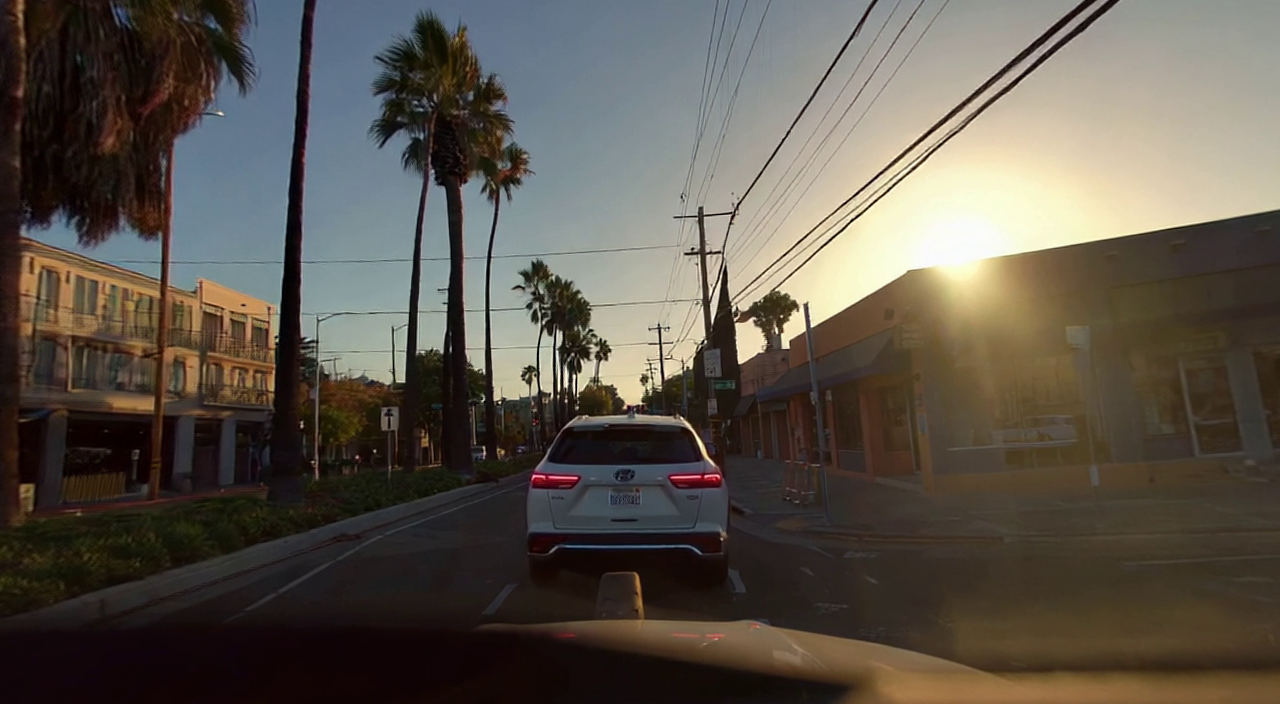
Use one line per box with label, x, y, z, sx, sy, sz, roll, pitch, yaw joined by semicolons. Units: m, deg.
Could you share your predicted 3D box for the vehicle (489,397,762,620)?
vehicle;-0.196;1.482;6.849;2.105;1.702;3.750;0;-8;-3
